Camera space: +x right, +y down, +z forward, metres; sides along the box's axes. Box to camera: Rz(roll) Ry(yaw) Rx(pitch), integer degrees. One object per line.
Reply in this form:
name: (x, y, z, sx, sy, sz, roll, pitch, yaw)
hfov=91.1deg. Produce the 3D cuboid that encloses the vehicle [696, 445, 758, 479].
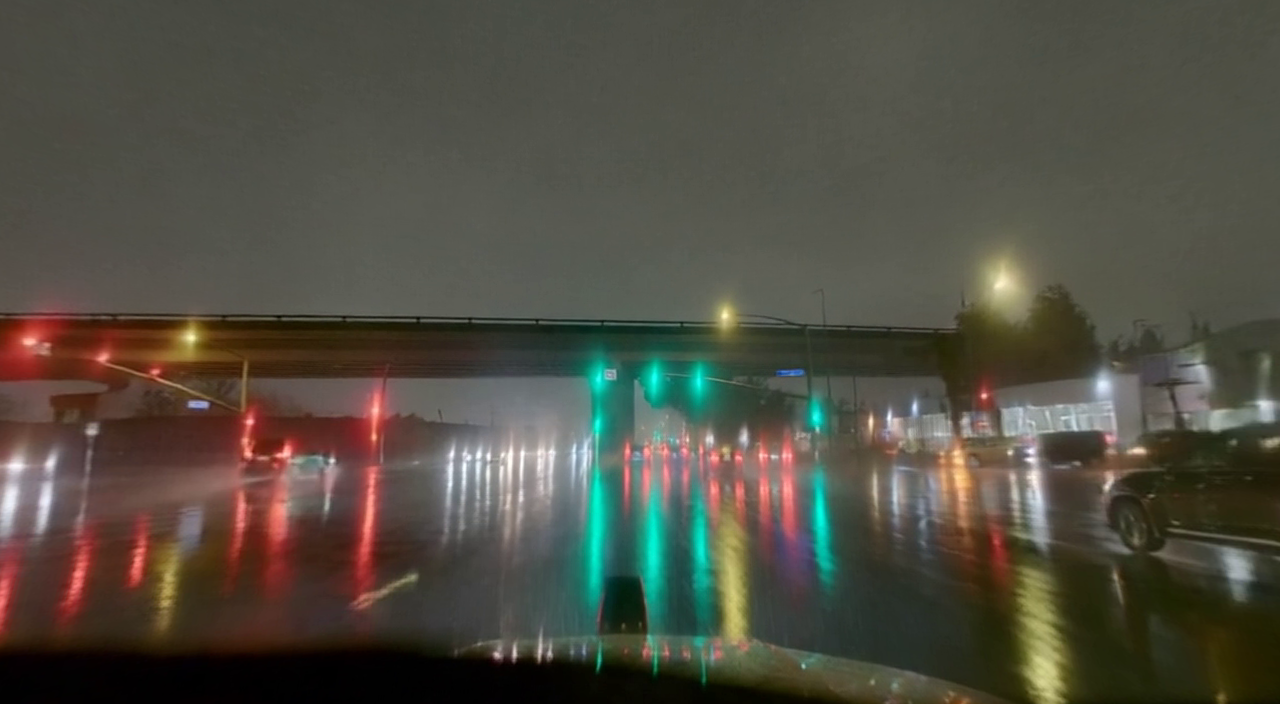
vehicle: (3.815, 4.900, 28.311, 2.156, 1.404, 4.120, 0, -9, -1)

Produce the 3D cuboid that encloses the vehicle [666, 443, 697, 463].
vehicle: (3.284, 8.050, 49.968, 2.119, 1.509, 4.495, 0, -9, 0)

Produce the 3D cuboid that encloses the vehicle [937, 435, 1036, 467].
vehicle: (20.245, 5.863, 36.915, 4.638, 1.694, 2.079, -5, -12, 19)

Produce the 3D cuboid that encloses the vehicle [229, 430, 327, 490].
vehicle: (-14.240, 4.145, 24.519, 2.485, 2.012, 5.498, 7, -11, -37)

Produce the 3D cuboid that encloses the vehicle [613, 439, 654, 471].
vehicle: (-0.354, 5.764, 35.313, 2.172, 1.694, 4.055, 0, -9, 0)

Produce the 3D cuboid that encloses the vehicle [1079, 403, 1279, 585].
vehicle: (6.847, 1.376, 6.222, 1.964, 1.647, 4.114, 0, -9, 0)

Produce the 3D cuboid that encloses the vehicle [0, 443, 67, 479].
vehicle: (-34.738, 5.947, 34.412, 5.302, 1.847, 2.233, -2, -9, 16)
